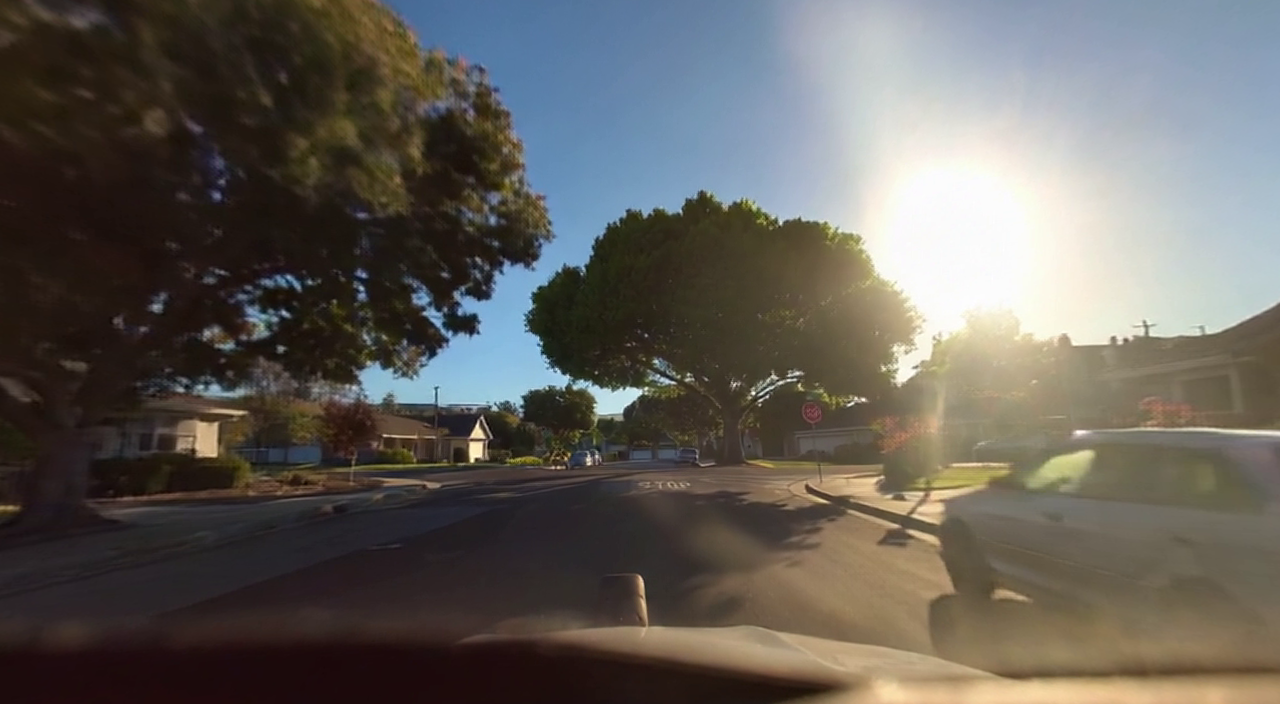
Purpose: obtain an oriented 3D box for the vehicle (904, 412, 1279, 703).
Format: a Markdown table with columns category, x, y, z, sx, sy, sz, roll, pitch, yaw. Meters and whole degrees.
| category | x | y | z | sx | sy | sz | roll | pitch | yaw |
| --- | --- | --- | --- | --- | --- | --- | --- | --- | --- |
| vehicle | 3.758 | 1.318 | 4.643 | 1.975 | 1.528 | 4.000 | 0 | -9 | 2 |
